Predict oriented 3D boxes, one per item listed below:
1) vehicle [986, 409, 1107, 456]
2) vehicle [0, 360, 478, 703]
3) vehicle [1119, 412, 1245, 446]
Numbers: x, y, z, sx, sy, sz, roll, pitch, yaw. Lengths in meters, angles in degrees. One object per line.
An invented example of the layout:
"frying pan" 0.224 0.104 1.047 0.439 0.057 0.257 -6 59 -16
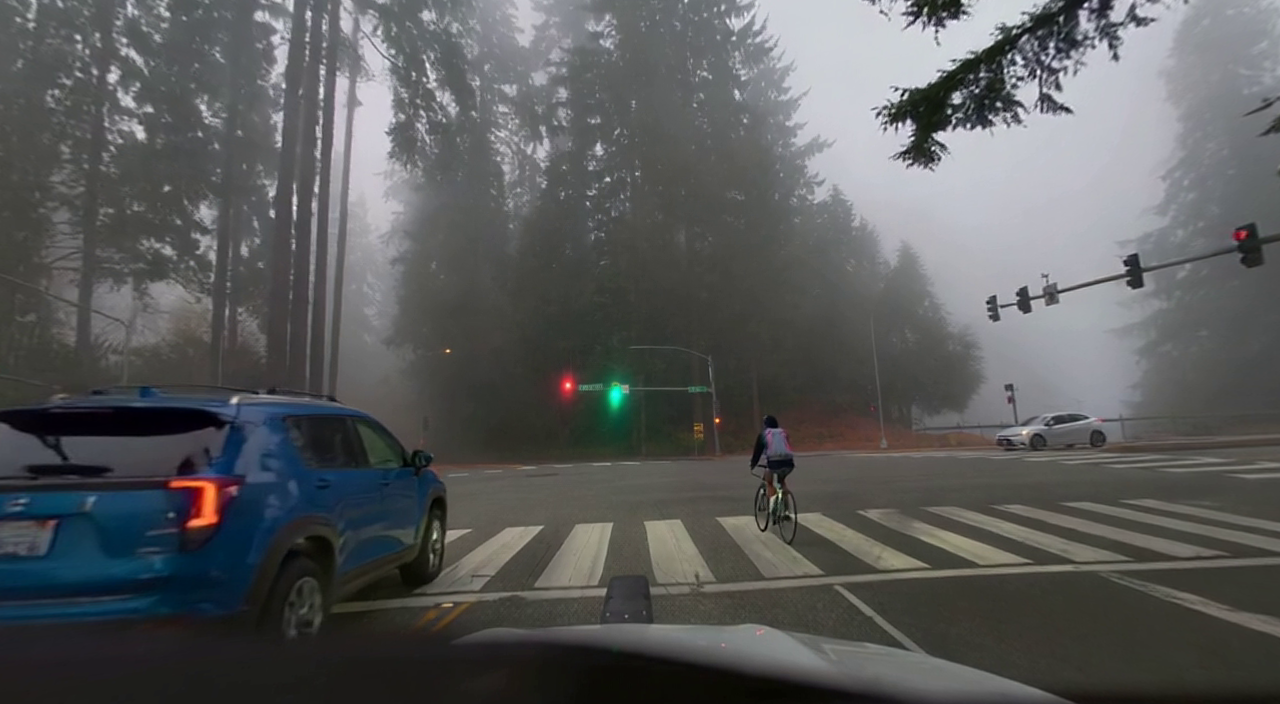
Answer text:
"vehicle" 18.574 3.704 28.922 4.237 1.948 1.997 0 -9 -9
"vehicle" -3.000 1.239 5.218 2.049 1.756 4.602 0 -8 0
"vehicle" 25.739 3.688 30.003 4.716 1.507 1.904 2 -8 -11
